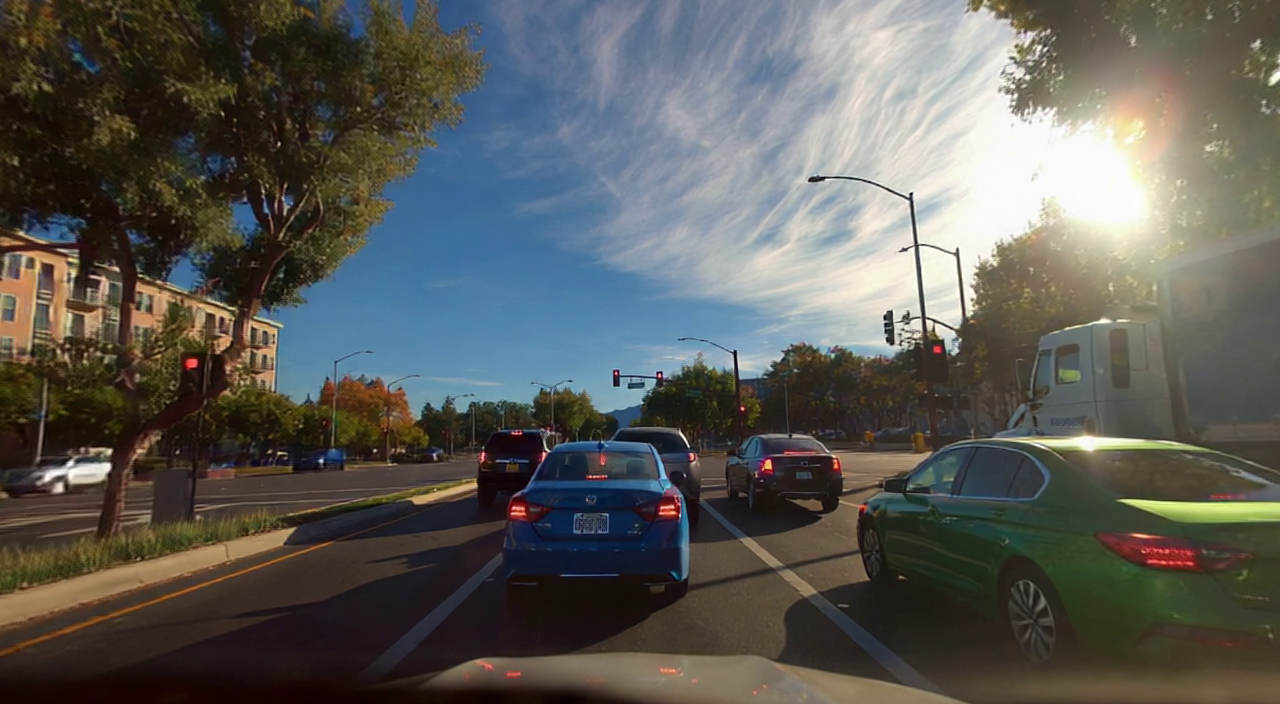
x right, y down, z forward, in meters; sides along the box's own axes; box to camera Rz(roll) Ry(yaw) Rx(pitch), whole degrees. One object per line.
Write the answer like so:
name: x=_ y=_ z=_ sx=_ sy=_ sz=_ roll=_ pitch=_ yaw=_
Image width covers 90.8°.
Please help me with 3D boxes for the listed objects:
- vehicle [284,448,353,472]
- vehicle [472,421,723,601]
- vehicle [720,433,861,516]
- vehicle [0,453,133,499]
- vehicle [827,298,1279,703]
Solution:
vehicle: x=-21.660 y=7.278 z=42.825 sx=2.091 sy=1.534 sz=4.846 roll=0 pitch=-8 yaw=0
vehicle: x=-0.383 y=1.651 z=7.404 sx=2.143 sy=1.520 sz=3.848 roll=0 pitch=-8 yaw=-1
vehicle: x=3.148 y=2.667 z=14.328 sx=2.026 sy=1.549 sz=4.559 roll=0 pitch=-8 yaw=-1
vehicle: x=-21.883 y=4.600 z=23.828 sx=1.863 sy=1.496 sz=4.389 roll=0 pitch=-8 yaw=-1
vehicle: x=3.572 y=1.104 z=5.050 sx=2.572 sy=1.945 sz=5.065 roll=0 pitch=-8 yaw=0
